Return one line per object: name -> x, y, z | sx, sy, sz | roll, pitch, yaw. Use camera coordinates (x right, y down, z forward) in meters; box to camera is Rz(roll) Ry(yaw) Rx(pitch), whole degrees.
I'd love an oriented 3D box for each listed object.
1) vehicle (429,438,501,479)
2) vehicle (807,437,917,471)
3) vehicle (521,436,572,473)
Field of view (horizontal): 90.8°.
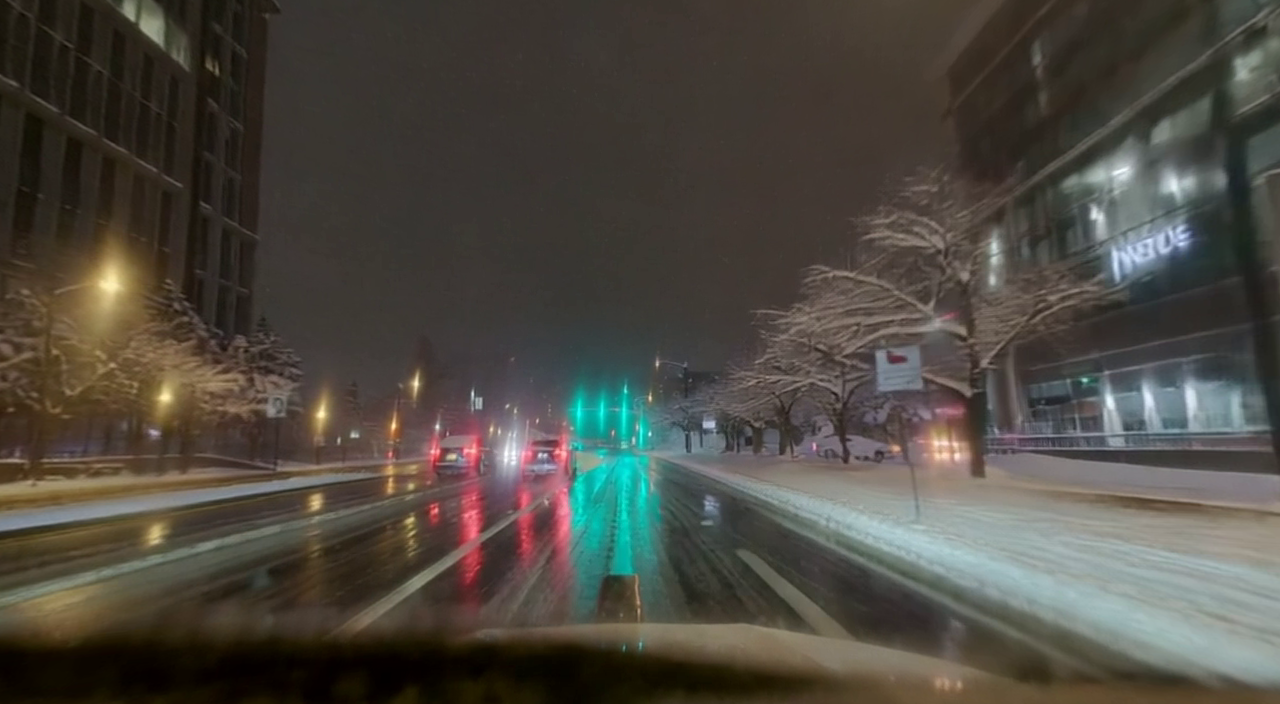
vehicle -> -7.510, 4.608, 27.584 | 1.909, 1.605, 4.561 | 0, -9, -1
vehicle -> 10.533, 4.875, 30.255 | 4.513, 1.541, 1.948 | -1, -9, 4
vehicle -> -4.653, 5.186, 32.058 | 2.052, 1.729, 4.195 | 0, -9, -1
